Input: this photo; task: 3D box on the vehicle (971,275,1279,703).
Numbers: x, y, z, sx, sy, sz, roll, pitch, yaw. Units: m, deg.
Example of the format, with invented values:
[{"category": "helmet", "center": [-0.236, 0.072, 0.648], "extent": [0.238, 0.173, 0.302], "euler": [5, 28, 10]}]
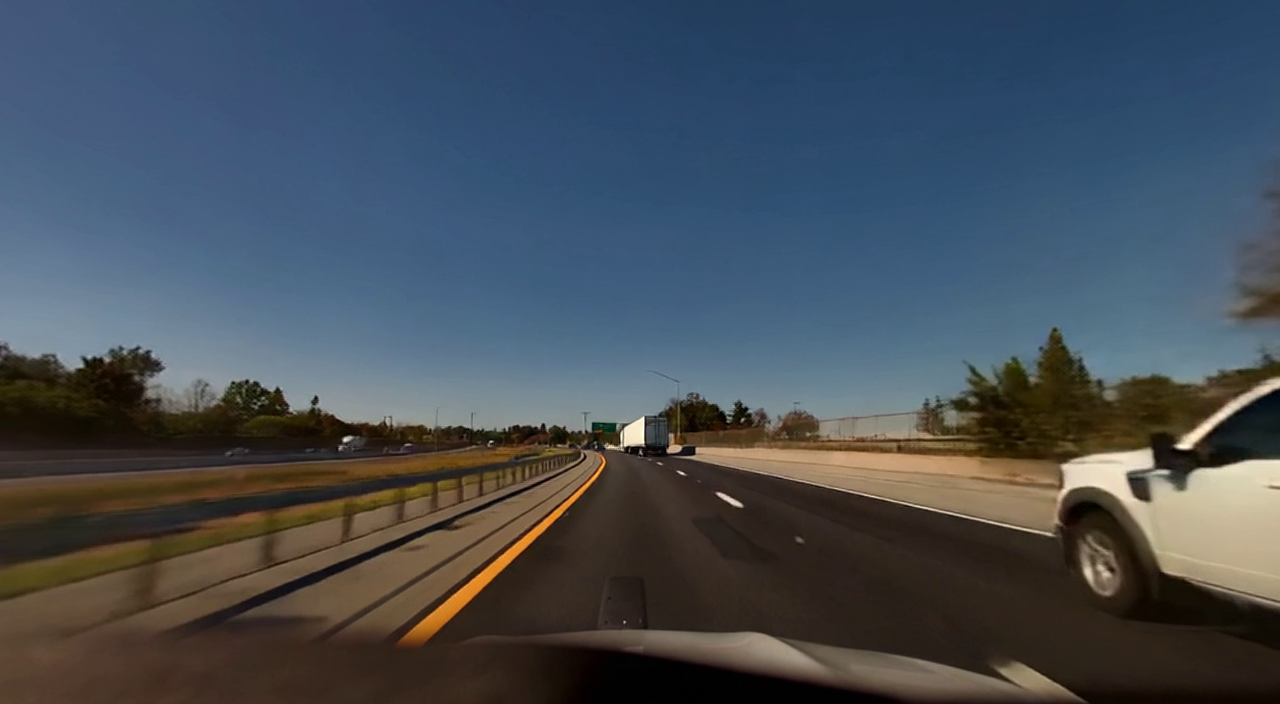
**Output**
[{"category": "vehicle", "center": [4.030, 0.602, 2.483], "extent": [2.383, 1.959, 5.669], "euler": [0, -8, 0]}]
